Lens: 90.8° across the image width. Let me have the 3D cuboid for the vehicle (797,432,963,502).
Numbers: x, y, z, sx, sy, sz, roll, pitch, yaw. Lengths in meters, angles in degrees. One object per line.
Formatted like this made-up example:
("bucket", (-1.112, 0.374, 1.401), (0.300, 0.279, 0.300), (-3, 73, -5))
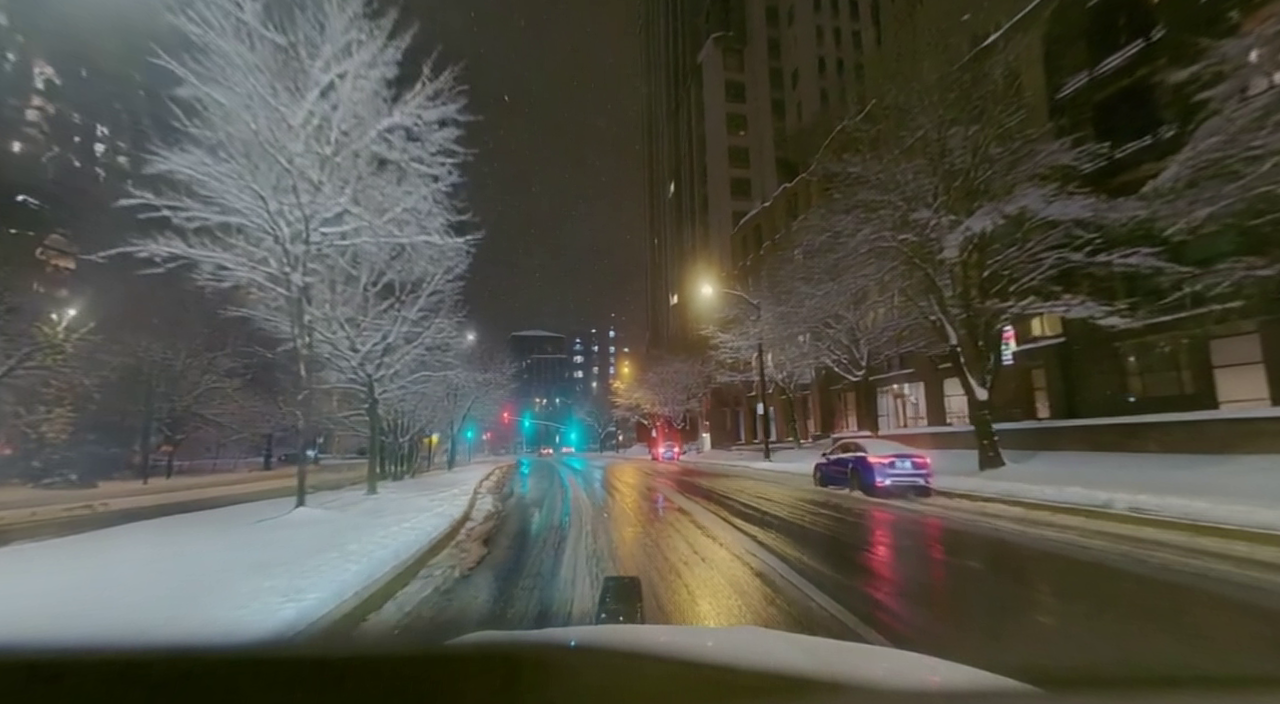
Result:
("vehicle", (5.816, 2.831, 16.203), (1.984, 1.479, 5.102), (1, -8, -4))
